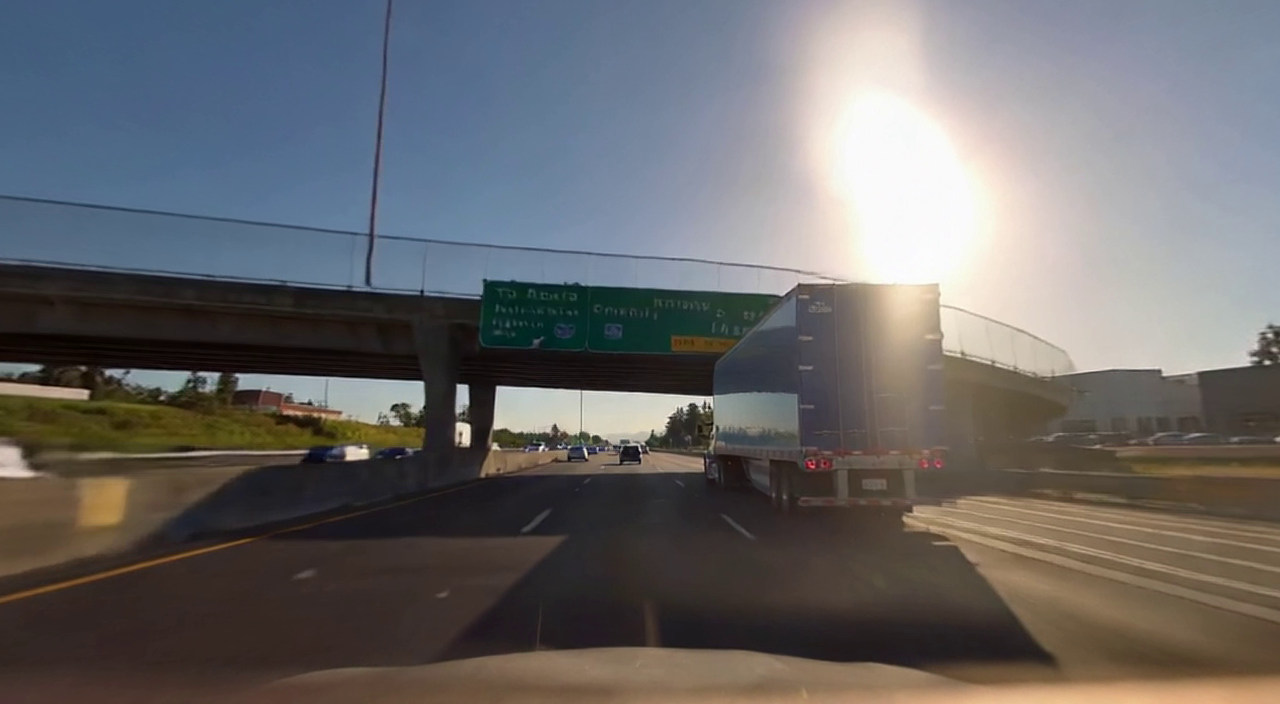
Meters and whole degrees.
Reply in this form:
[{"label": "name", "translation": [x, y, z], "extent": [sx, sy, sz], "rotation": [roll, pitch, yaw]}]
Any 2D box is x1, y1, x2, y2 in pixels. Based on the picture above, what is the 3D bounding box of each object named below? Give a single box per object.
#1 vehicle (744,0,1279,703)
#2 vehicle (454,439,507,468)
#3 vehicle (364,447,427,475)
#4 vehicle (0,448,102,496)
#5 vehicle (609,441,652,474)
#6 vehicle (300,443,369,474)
[{"label": "vehicle", "translation": [3.423, -0.199, 3.080], "extent": [2.996, 4.123, 15.965], "rotation": [0, -9, -1]}, {"label": "vehicle", "translation": [-10.006, 6.414, 39.940], "extent": [2.153, 1.681, 4.705], "rotation": [0, -9, -1]}, {"label": "vehicle", "translation": [-13.804, 6.161, 35.965], "extent": [1.921, 1.498, 4.299], "rotation": [0, -9, -1]}, {"label": "vehicle", "translation": [-20.798, 3.941, 20.977], "extent": [1.916, 1.494, 4.497], "rotation": [0, -9, -1]}, {"label": "vehicle", "translation": [-0.538, 5.676, 34.143], "extent": [2.191, 1.685, 4.015], "rotation": [0, -9, -1]}, {"label": "vehicle", "translation": [-17.633, 6.166, 36.747], "extent": [1.906, 1.685, 4.278], "rotation": [0, -9, -1]}]
